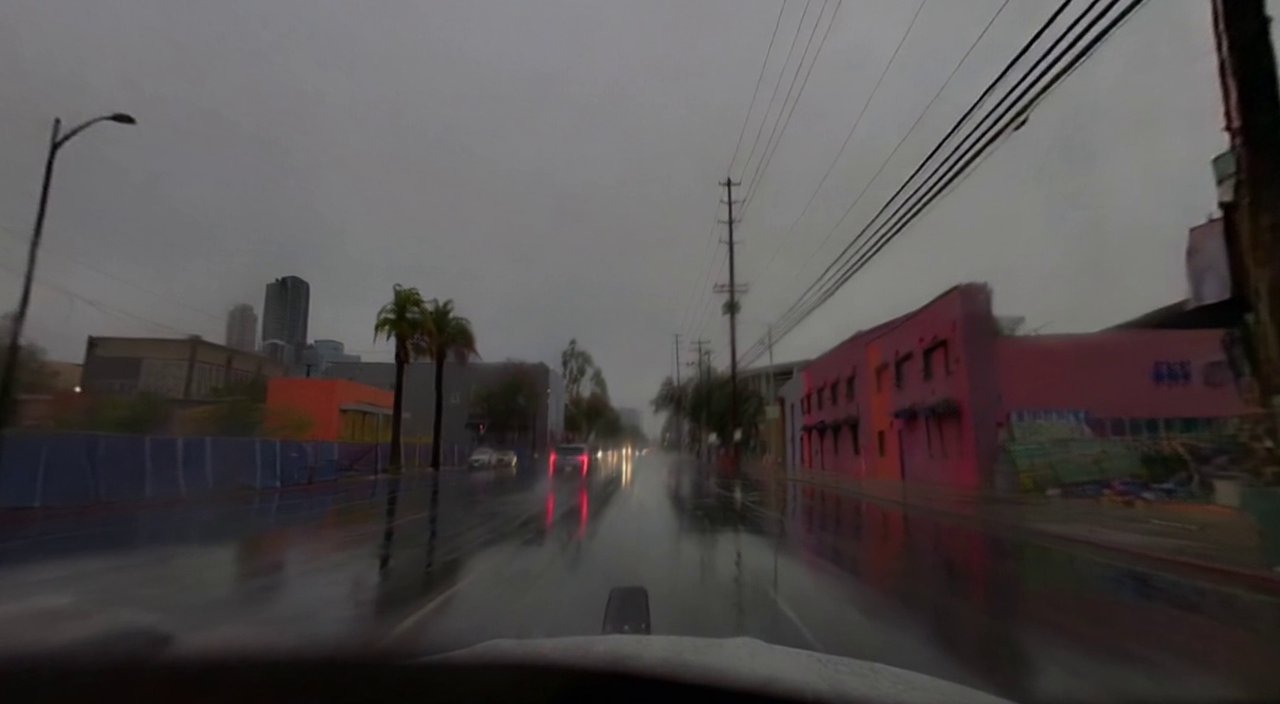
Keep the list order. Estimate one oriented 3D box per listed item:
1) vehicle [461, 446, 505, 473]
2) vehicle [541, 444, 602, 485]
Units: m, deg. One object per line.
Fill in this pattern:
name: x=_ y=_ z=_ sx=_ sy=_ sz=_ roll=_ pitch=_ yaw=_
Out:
vehicle: x=-11.572 y=7.905 z=46.636 sx=2.052 sy=1.898 sz=4.253 roll=-1 pitch=-9 yaw=1
vehicle: x=-2.826 y=4.775 z=27.059 sx=2.036 sy=1.589 sz=4.549 roll=0 pitch=-9 yaw=1
